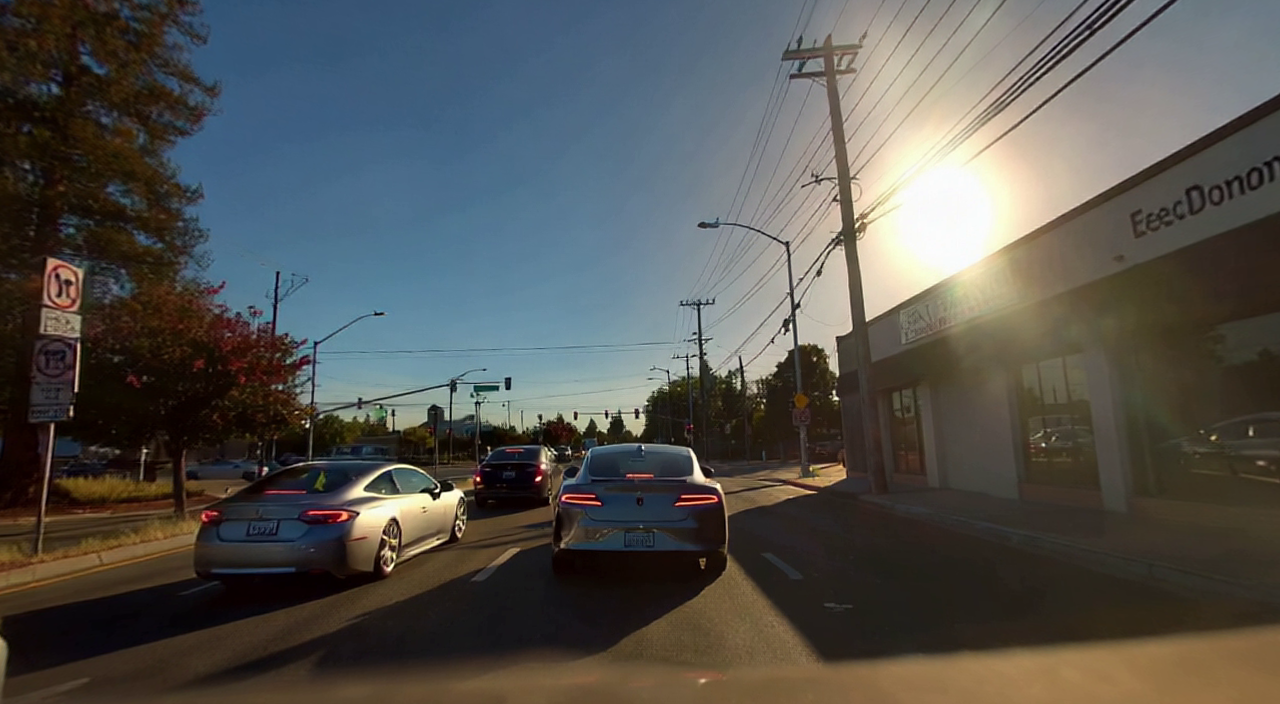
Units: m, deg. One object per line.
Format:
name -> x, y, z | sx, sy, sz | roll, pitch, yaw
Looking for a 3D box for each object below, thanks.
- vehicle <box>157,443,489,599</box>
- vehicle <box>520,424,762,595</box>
vehicle -> -3.227, 1.762, 7.485 | 1.765, 1.319, 4.013 | 0, -9, 2
vehicle -> -0.005, 1.678, 7.550 | 2.101, 1.469, 3.955 | 0, -9, 0
